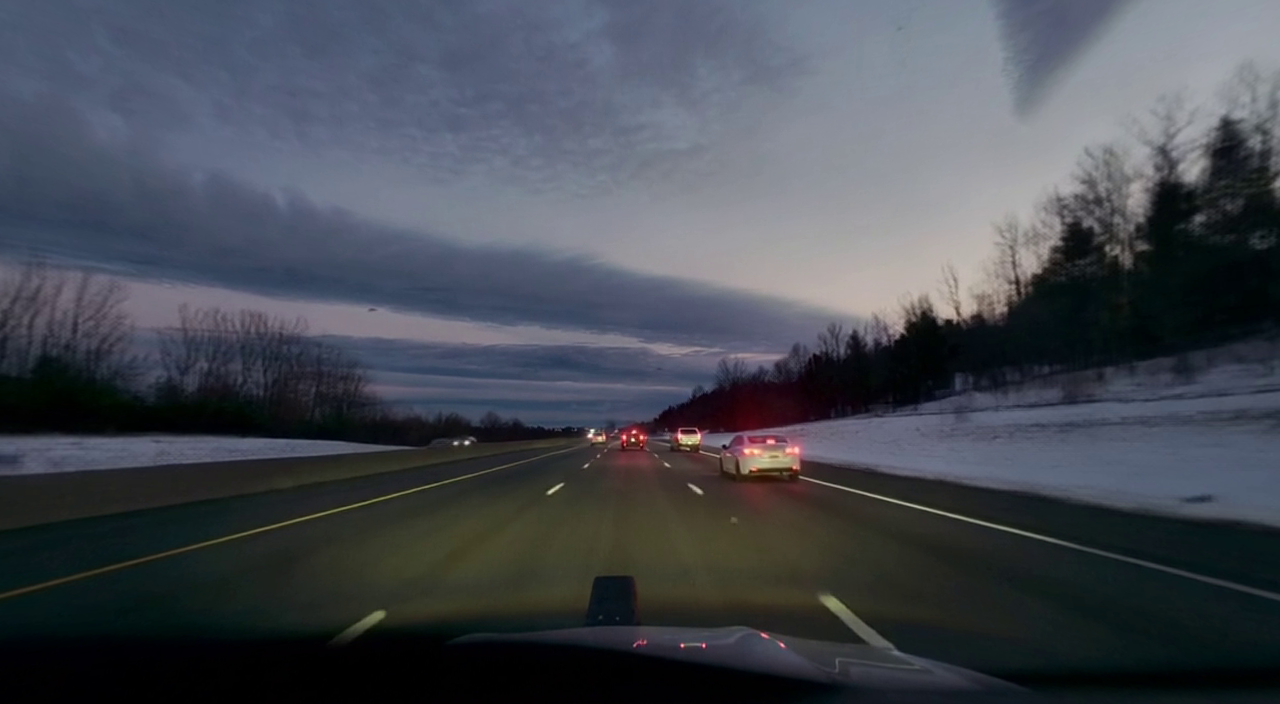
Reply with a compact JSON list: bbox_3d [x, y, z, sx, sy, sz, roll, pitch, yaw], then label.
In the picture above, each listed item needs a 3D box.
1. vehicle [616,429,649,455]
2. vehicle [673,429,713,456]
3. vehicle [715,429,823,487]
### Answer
[{"bbox_3d":[-0.559,6.197,43.360,2.182,1.680,4.253,0,-8,-1],"label":"vehicle"},{"bbox_3d":[3.448,5.979,41.461,2.098,1.677,4.275,0,-8,-2],"label":"vehicle"},{"bbox_3d":[3.578,3.029,18.447,2.056,1.479,4.660,0,-8,-2],"label":"vehicle"}]
